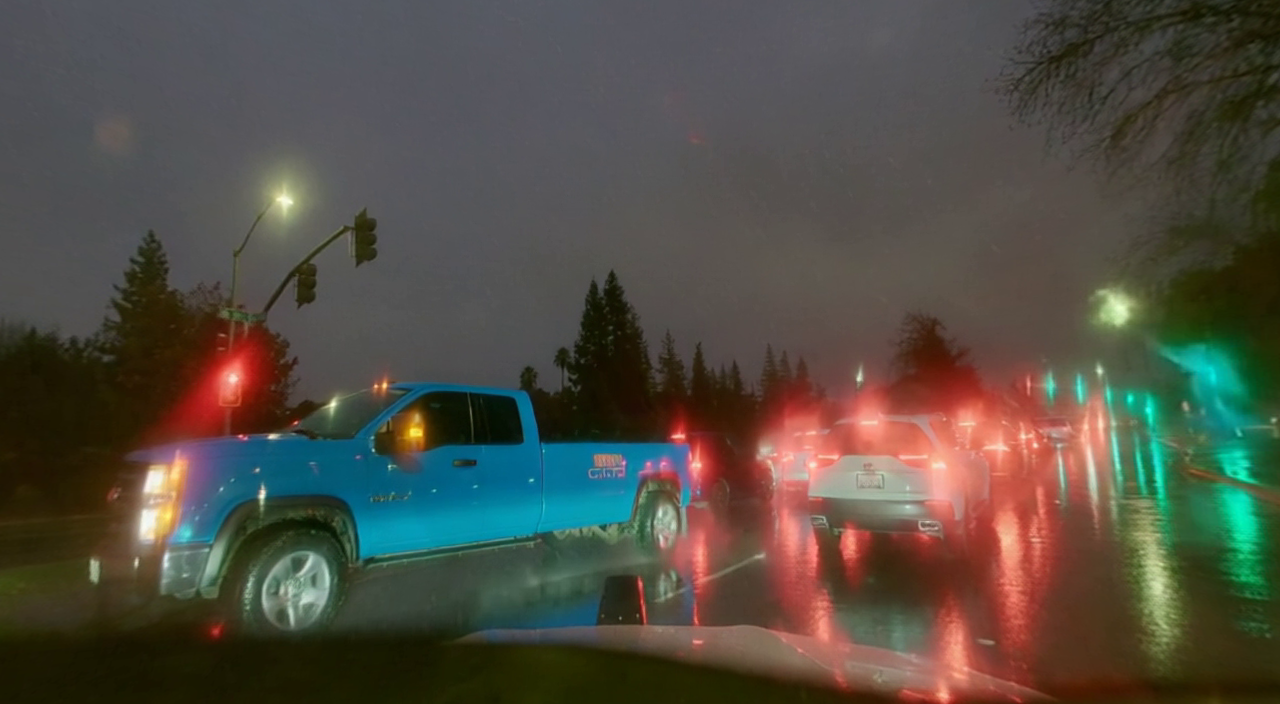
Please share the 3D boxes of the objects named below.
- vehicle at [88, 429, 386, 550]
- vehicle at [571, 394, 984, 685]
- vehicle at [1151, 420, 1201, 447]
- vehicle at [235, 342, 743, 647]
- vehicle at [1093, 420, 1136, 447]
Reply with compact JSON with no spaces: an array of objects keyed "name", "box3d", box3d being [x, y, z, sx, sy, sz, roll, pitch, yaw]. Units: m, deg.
[{"name":"vehicle","box3d":[-8.260,2.744,13.499,2.174,2.057,4.738,-6,-10,33]},{"name":"vehicle","box3d":[1.720,1.378,5.990,2.027,1.549,4.801,-6,-10,35]},{"name":"vehicle","box3d":[35.765,5.482,42.195,2.183,1.714,4.491,-7,-11,37]},{"name":"vehicle","box3d":[-0.873,1.401,7.470,2.272,2.016,6.146,-4,-10,27]},{"name":"vehicle","box3d":[32.803,5.679,43.720,2.160,1.790,4.303,-6,-10,35]}]
